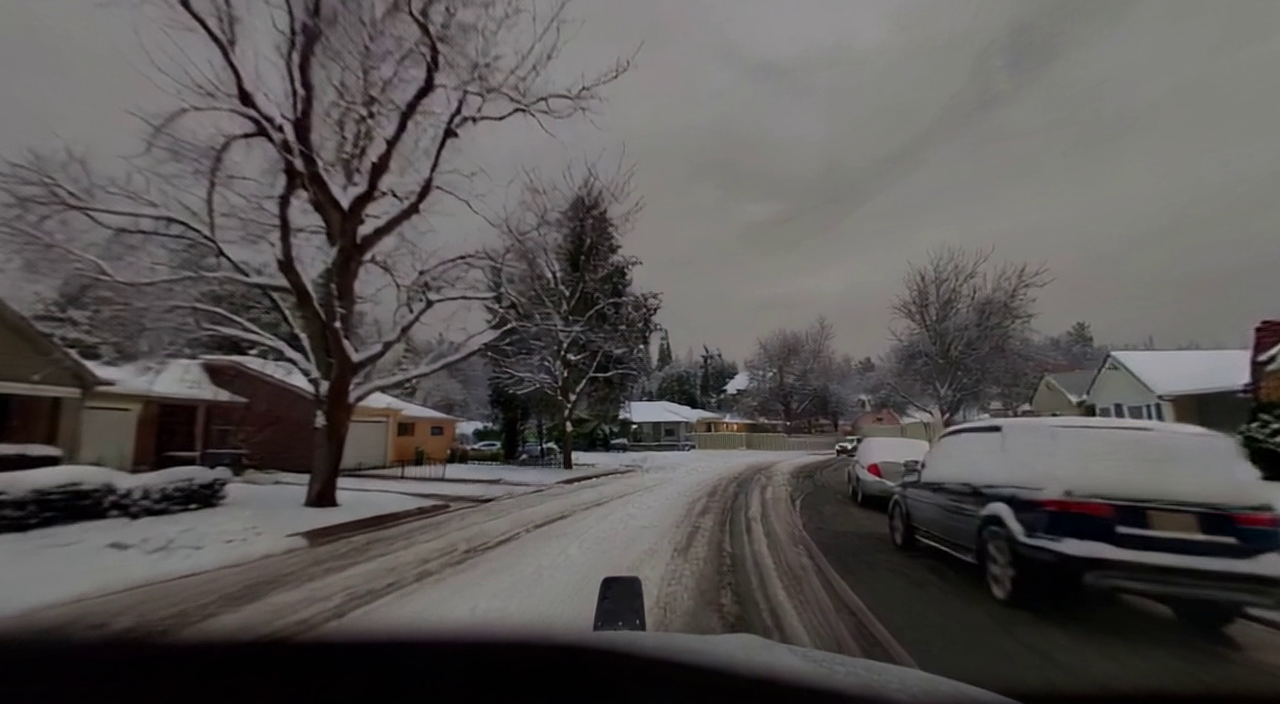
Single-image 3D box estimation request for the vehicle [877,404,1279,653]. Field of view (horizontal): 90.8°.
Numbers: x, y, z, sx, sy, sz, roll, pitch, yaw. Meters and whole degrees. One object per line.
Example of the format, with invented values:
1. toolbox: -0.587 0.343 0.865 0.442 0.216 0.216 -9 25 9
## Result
1. vehicle: 4.190 1.529 6.662 2.075 1.657 4.648 -1 -8 7
